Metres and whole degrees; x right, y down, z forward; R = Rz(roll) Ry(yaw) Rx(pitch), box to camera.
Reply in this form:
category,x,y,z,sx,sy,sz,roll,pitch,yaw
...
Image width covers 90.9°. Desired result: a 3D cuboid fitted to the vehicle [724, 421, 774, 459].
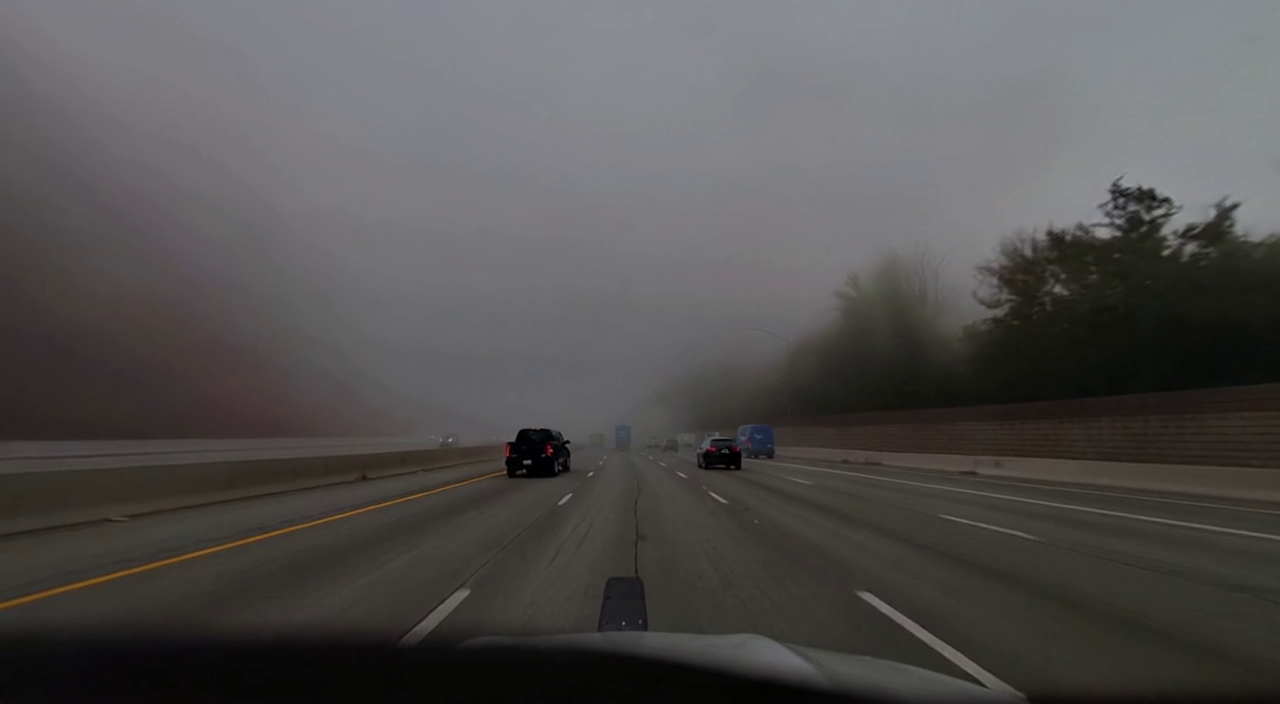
category,x,y,z,sx,sy,sz,roll,pitch,yaw
vehicle,8.490,6.979,49.907,2.274,2.802,6.802,0,-8,-4

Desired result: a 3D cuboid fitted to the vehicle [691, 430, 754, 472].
category,x,y,z,sx,sy,sz,roll,pitch,yaw
vehicle,3.650,4.499,28.782,2.141,1.732,4.279,0,-8,-2

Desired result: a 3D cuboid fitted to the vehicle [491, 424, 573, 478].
category,x,y,z,sx,sy,sz,roll,pitch,yaw
vehicle,-4.123,3.924,25.283,2.331,1.884,5.787,0,-8,-1
